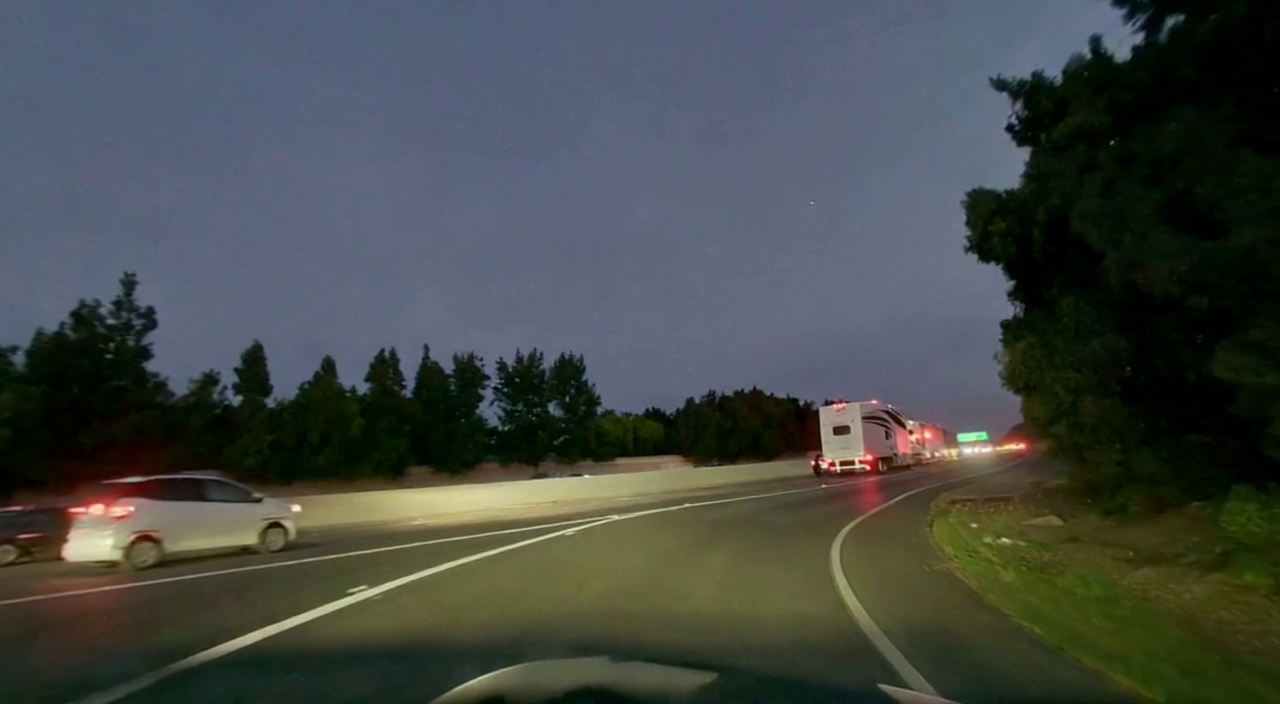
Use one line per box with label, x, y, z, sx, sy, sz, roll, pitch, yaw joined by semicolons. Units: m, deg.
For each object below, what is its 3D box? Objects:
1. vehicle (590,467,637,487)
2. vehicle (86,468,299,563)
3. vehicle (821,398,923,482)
vehicle;-2.025;9.773;49.376;1.746;1.384;3.705;-6;-11;35
vehicle;-8.994;3.193;12.851;1.778;1.560;3.030;-7;-11;37
vehicle;14.005;5.310;37.518;3.123;4.328;9.076;-7;-11;35
